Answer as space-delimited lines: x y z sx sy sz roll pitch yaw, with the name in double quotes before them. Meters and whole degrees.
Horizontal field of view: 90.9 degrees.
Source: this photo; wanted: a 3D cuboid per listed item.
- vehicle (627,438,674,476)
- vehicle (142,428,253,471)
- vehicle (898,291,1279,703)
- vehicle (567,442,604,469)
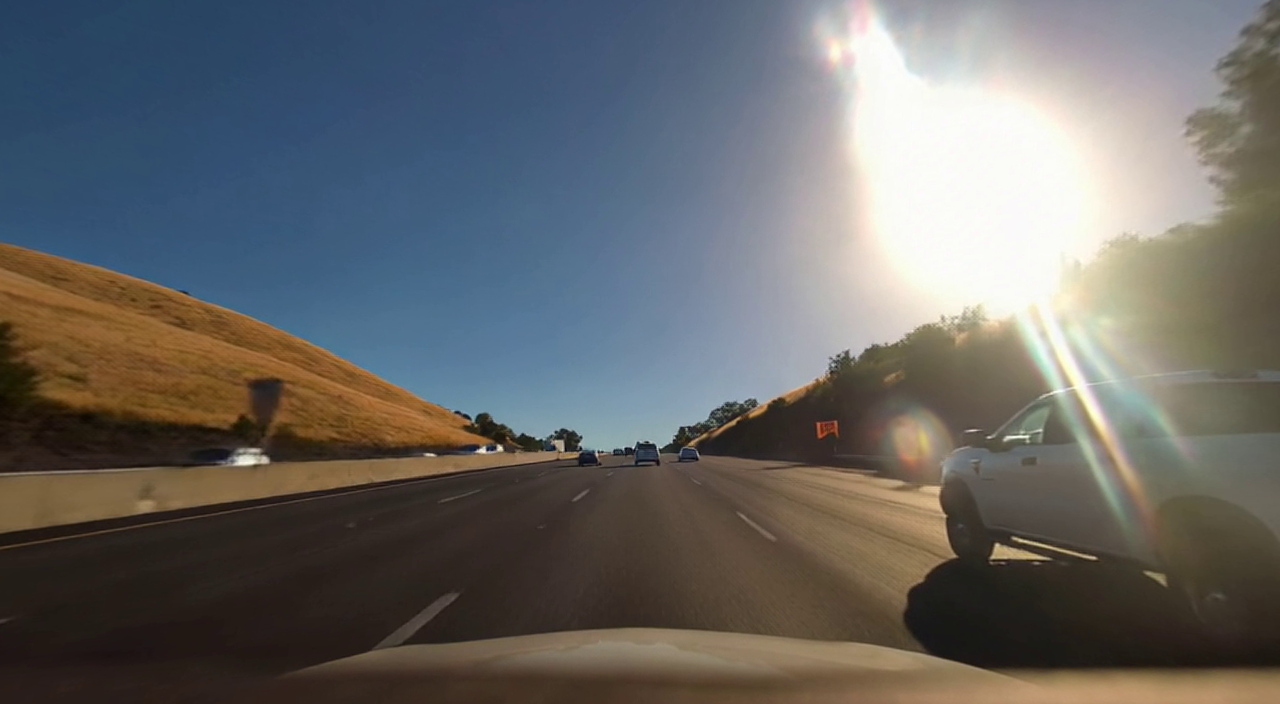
"vehicle" 0.471 5.041 30.494 2.086 1.685 4.206 0 -8 0
"vehicle" -16.171 3.647 23.238 1.641 1.382 3.344 -2 -11 0
"vehicle" 4.239 0.896 4.017 2.700 1.980 5.866 0 -8 0
"vehicle" -3.598 6.952 42.588 2.076 1.690 4.113 0 -8 1
